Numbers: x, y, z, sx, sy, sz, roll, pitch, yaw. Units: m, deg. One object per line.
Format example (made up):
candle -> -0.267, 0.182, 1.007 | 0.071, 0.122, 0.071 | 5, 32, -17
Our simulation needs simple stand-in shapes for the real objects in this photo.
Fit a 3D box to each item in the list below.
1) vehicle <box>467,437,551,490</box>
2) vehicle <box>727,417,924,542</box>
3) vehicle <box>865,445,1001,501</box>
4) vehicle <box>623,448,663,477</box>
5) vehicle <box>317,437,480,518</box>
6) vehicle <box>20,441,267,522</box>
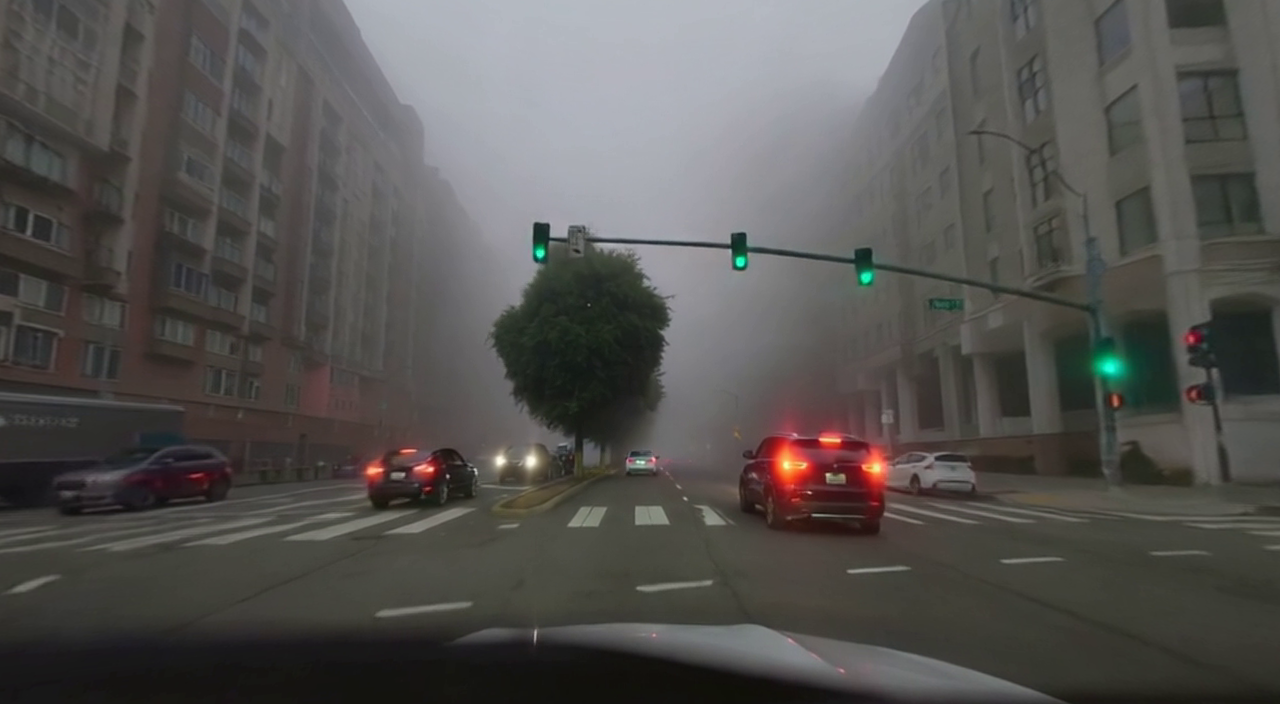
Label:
vehicle -> -4.955, 4.298, 24.760 | 2.275, 1.816, 4.923 | 0, -9, 0
vehicle -> 3.124, 2.275, 11.937 | 2.129, 1.844, 4.767 | 0, -9, -2
vehicle -> 9.108, 3.784, 20.247 | 1.962, 1.542, 4.999 | 0, -9, 0
vehicle -> 0.126, 6.054, 34.937 | 2.059, 1.492, 4.033 | 0, -9, -1
vehicle -> -5.520, 2.941, 15.269 | 2.062, 1.532, 4.830 | -2, -9, 0
vehicle -> -11.730, 3.051, 15.570 | 2.001, 1.638, 4.980 | 0, -9, 1
